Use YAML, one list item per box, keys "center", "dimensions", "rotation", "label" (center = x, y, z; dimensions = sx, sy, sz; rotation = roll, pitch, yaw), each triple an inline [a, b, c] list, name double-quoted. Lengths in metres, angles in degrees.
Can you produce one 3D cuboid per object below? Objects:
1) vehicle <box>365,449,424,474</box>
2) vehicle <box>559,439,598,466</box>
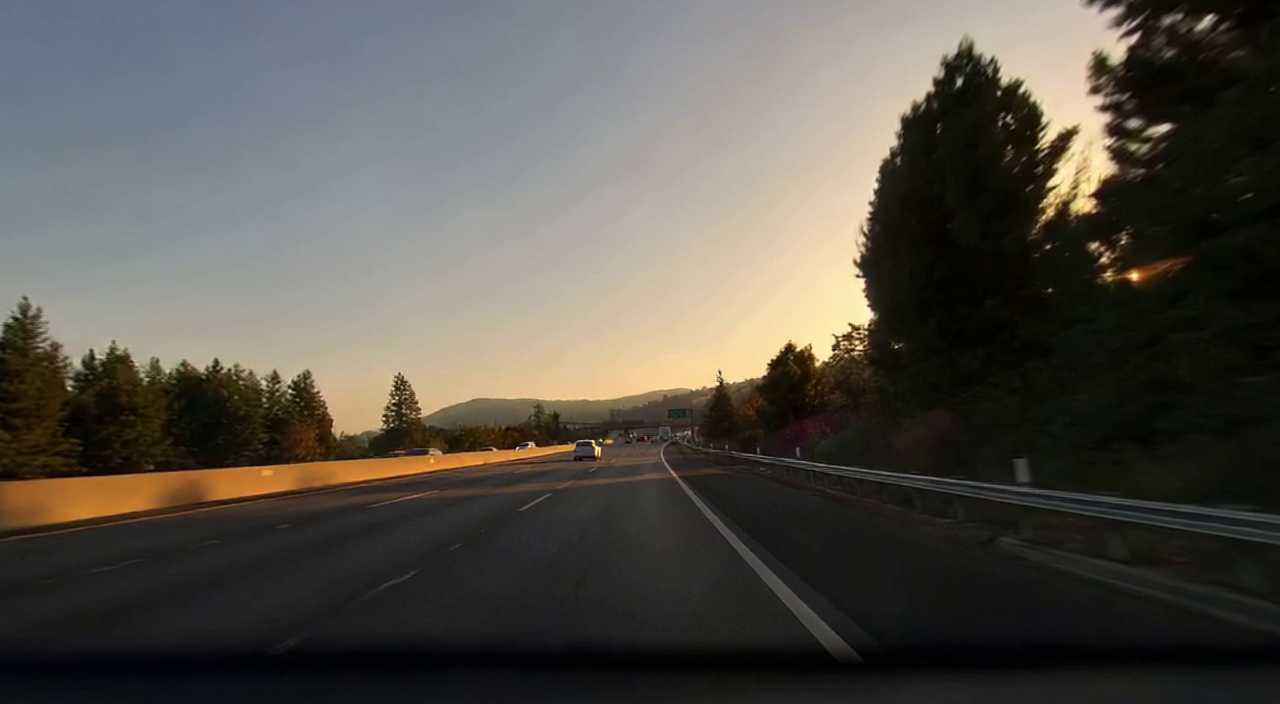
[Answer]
- center: [-16.272, 7.250, 41.835]
  dimensions: [1.931, 1.542, 4.509]
  rotation: [-1, -9, 3]
  label: "vehicle"
- center: [-3.848, 6.390, 39.954]
  dimensions: [1.998, 1.584, 4.005]
  rotation: [0, -9, 1]
  label: "vehicle"
